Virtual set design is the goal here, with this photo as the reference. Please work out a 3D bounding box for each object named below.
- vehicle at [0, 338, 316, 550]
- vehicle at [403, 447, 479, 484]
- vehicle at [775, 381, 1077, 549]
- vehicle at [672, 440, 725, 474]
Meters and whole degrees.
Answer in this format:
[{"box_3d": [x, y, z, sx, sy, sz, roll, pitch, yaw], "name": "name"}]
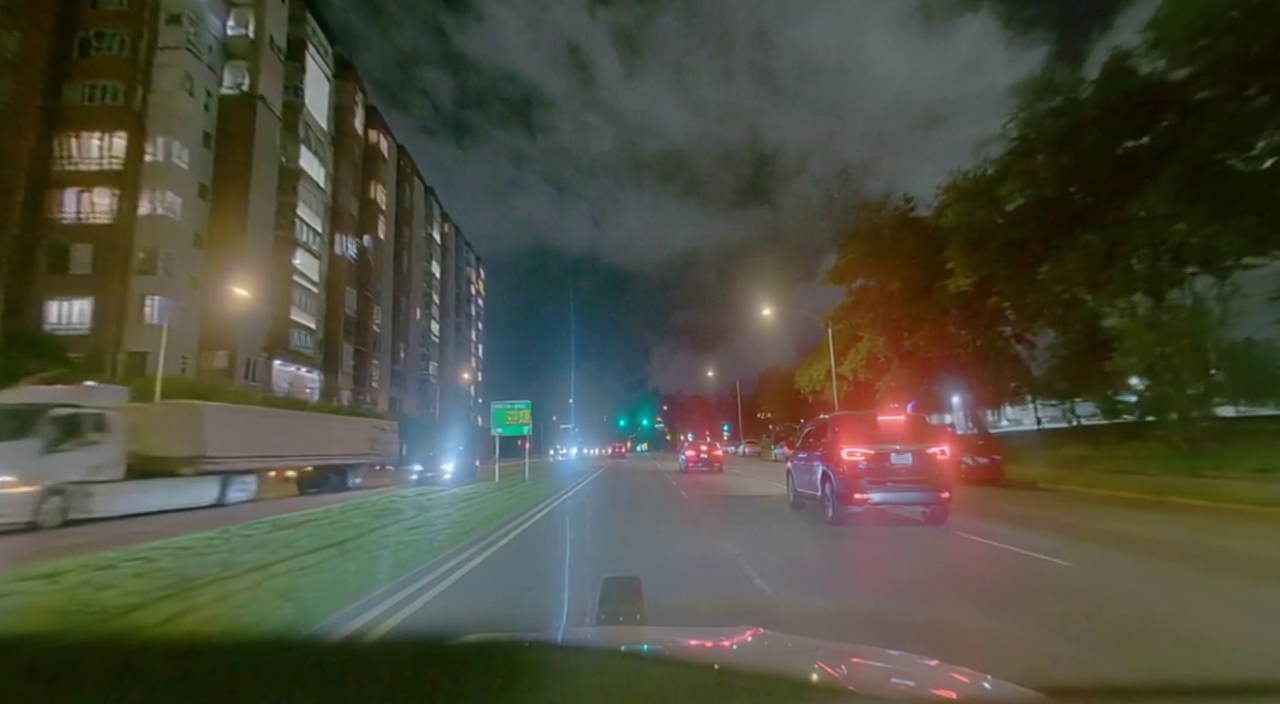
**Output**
[{"box_3d": [-12.172, 2.224, 15.086, 3.059, 3.478, 10.986, 0, -9, 0], "name": "vehicle"}, {"box_3d": [-8.768, 5.034, 28.266, 1.949, 1.503, 4.388, 0, -9, 0], "name": "vehicle"}, {"box_3d": [4.053, 1.790, 10.555, 2.427, 2.017, 5.763, 0, -9, 1], "name": "vehicle"}, {"box_3d": [2.703, 5.003, 30.292, 2.003, 1.480, 4.494, 0, -9, -1], "name": "vehicle"}]
